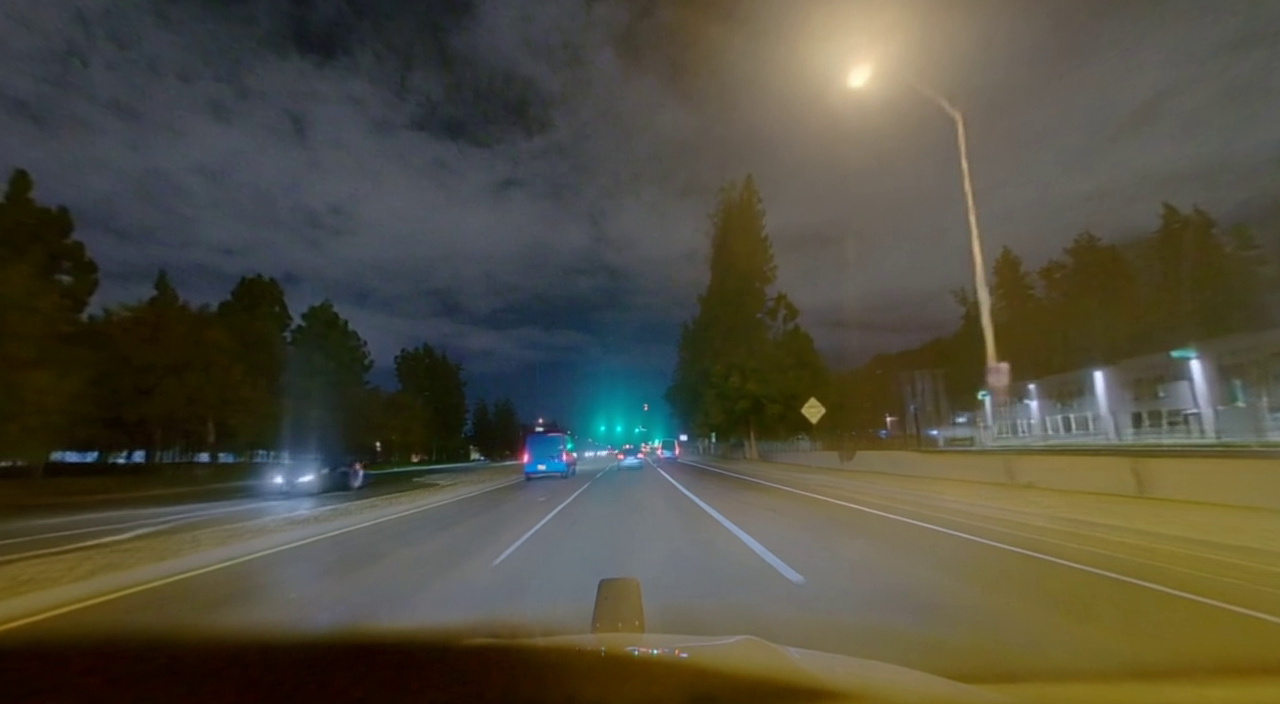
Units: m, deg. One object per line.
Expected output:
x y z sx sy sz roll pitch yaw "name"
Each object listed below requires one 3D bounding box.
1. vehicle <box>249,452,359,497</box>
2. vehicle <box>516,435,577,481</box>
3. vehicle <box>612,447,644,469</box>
-12.647 4.597 24.219 2.060 1.506 4.827 1 -9 -7 "vehicle"
-4.072 4.709 28.320 2.075 1.863 4.744 0 -9 0 "vehicle"
-0.829 7.224 43.168 2.039 1.455 3.826 0 -9 -2 "vehicle"
